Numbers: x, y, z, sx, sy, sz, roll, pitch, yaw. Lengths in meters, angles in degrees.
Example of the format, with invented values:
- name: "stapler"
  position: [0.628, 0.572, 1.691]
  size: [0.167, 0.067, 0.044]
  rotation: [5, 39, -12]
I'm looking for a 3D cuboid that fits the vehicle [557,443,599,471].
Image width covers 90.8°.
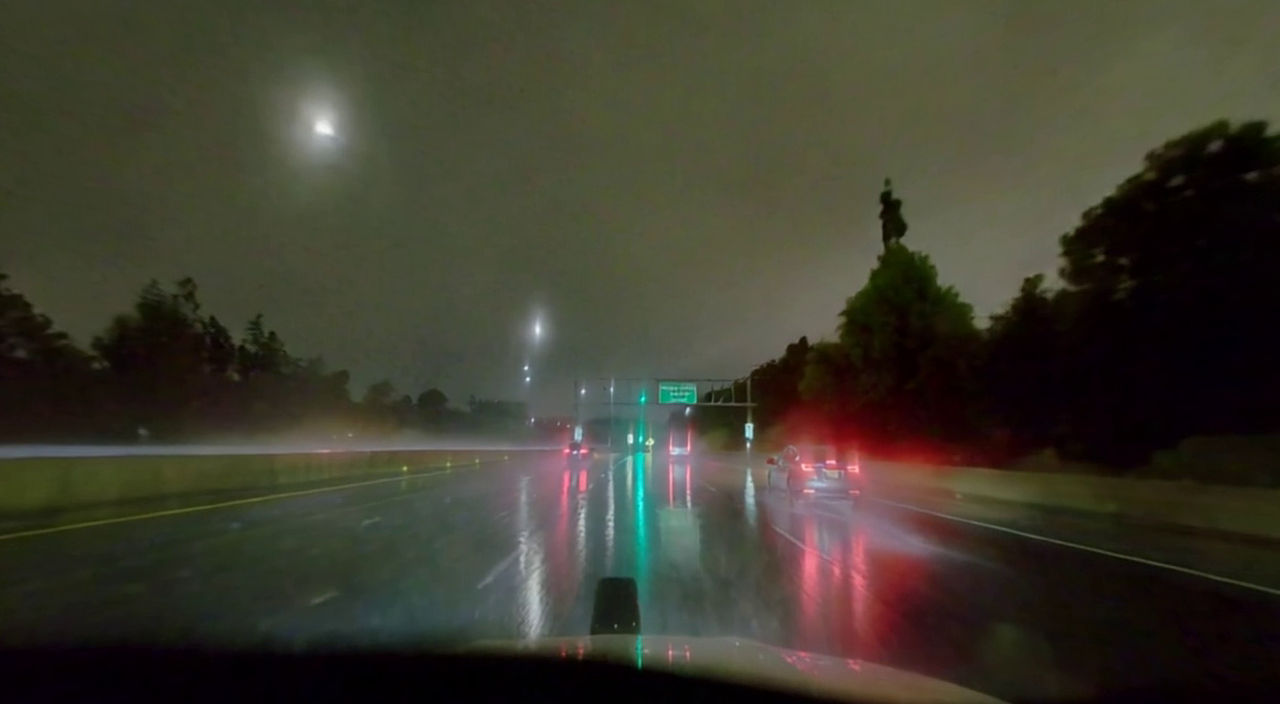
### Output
- name: "vehicle"
  position: [-3.583, 6.141, 37.199]
  size: [2.037, 1.514, 4.335]
  rotation: [0, -8, 1]
